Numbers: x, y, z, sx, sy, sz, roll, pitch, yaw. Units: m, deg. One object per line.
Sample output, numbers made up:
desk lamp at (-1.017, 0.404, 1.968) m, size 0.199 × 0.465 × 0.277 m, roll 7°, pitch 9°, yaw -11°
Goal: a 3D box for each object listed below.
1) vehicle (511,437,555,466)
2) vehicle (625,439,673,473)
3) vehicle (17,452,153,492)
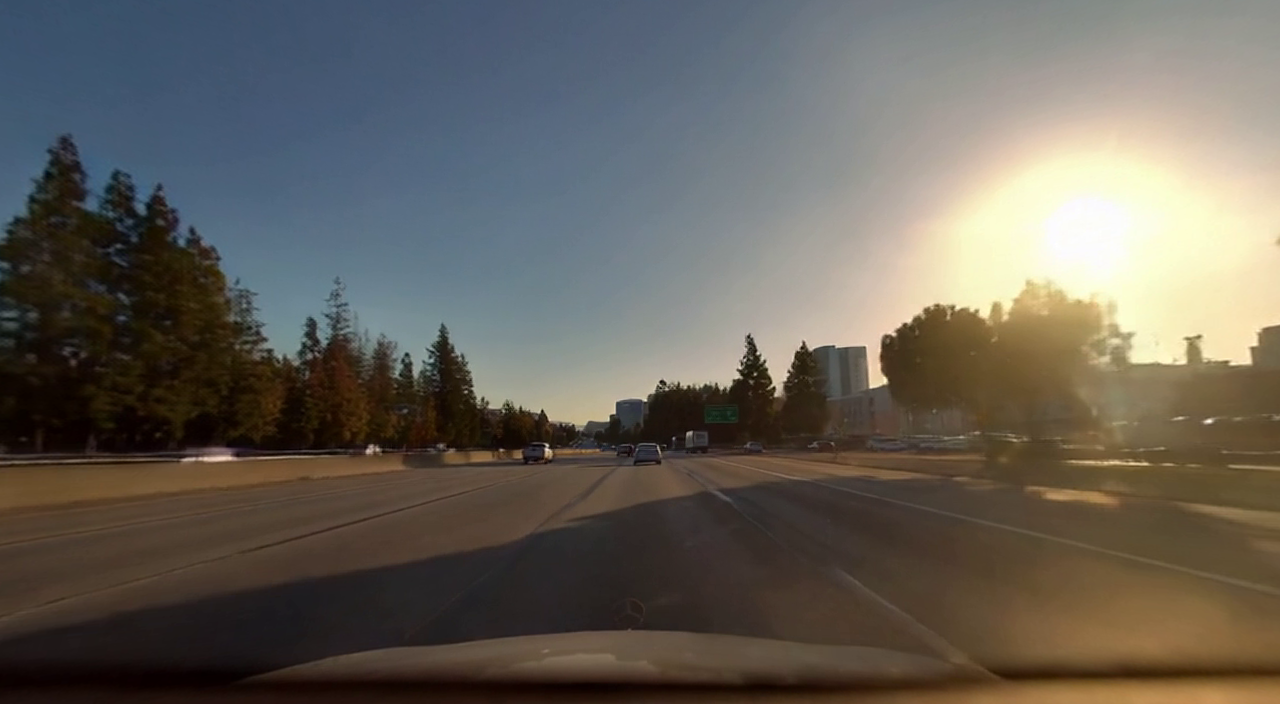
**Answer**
vehicle at (-7.208, 6.747, 42.951) m, size 2.093 × 1.789 × 4.399 m, roll 0°, pitch -8°, yaw 1°
vehicle at (0.398, 4.947, 30.115) m, size 2.112 × 1.482 × 4.082 m, roll 0°, pitch -8°, yaw 0°
vehicle at (-23.277, 5.025, 26.722) m, size 1.842 × 1.450 × 4.301 m, roll 0°, pitch -8°, yaw 0°
